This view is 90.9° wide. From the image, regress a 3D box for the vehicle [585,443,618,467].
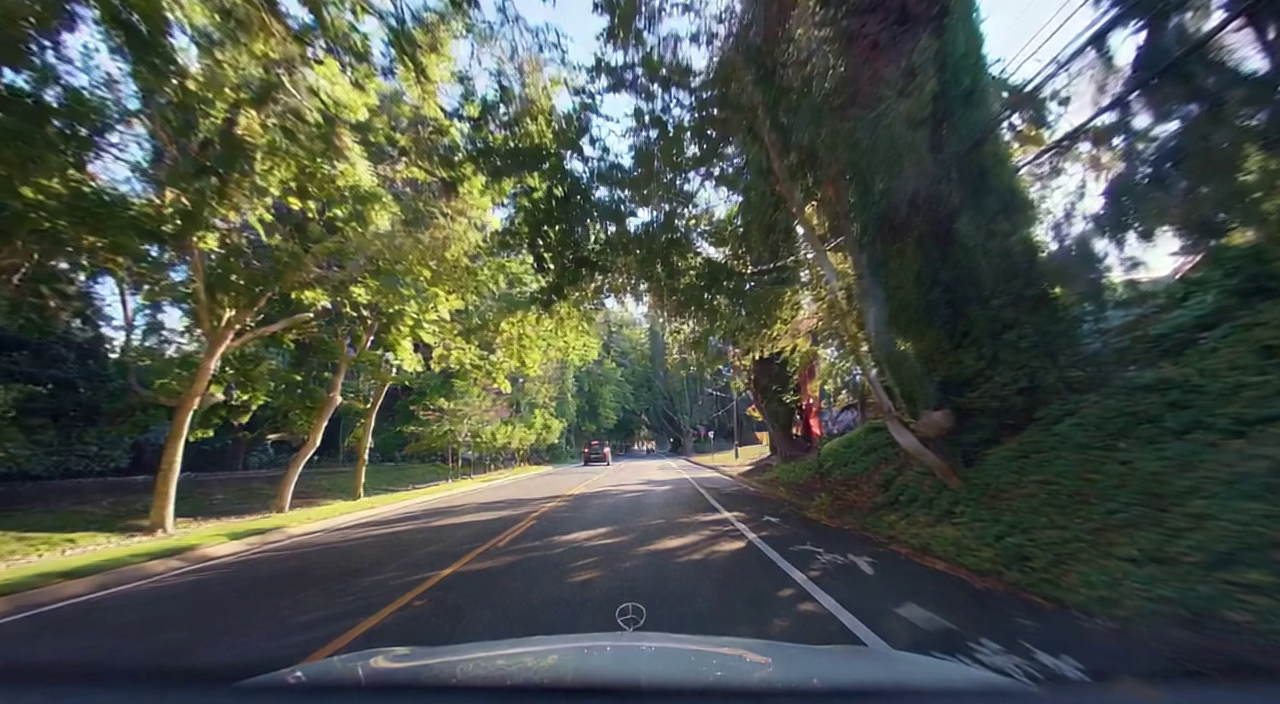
[{"bbox_3d":[-2.963,8.039,49.451,2.087,1.821,4.738,0,-8,3],"label":"vehicle"}]
